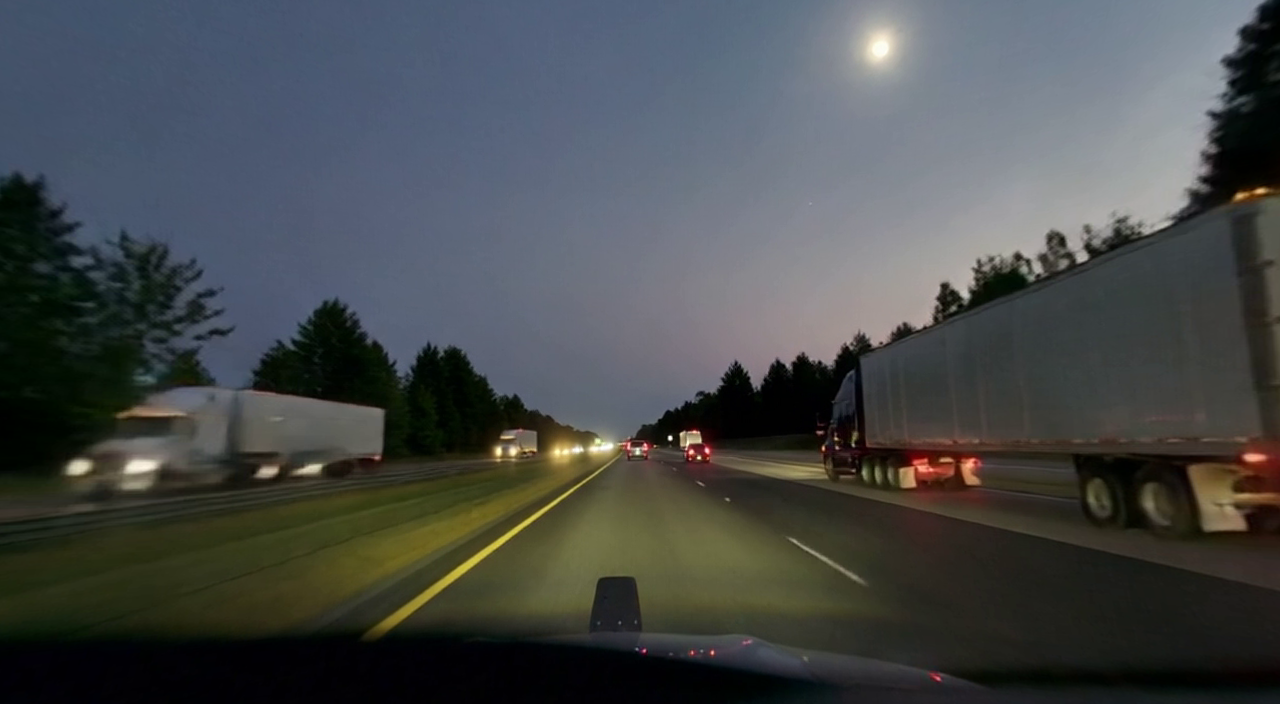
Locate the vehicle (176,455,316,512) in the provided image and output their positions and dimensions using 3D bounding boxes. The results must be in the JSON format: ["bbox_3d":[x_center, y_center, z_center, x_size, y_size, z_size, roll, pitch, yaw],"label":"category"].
[{"bbox_3d":[-12.338,4.093,20.025,1.862,1.549,3.996,0,-9,0],"label":"vehicle"}]

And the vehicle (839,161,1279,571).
[{"bbox_3d":[7.818,1.026,12.106,3.044,4.073,14.016,0,-9,-1],"label":"vehicle"}]

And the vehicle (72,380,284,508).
[{"bbox_3d":[-16.666,3.418,23.422,2.998,4.091,6.130,0,-9,0],"label":"vehicle"}]

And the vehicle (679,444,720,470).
[{"bbox_3d":[3.627,6.502,39.112,2.025,1.534,4.179,0,-9,-1],"label":"vehicle"}]

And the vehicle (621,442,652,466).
[{"bbox_3d":[-0.265,7.497,46.337,2.114,1.706,4.106,0,-9,0],"label":"vehicle"}]
